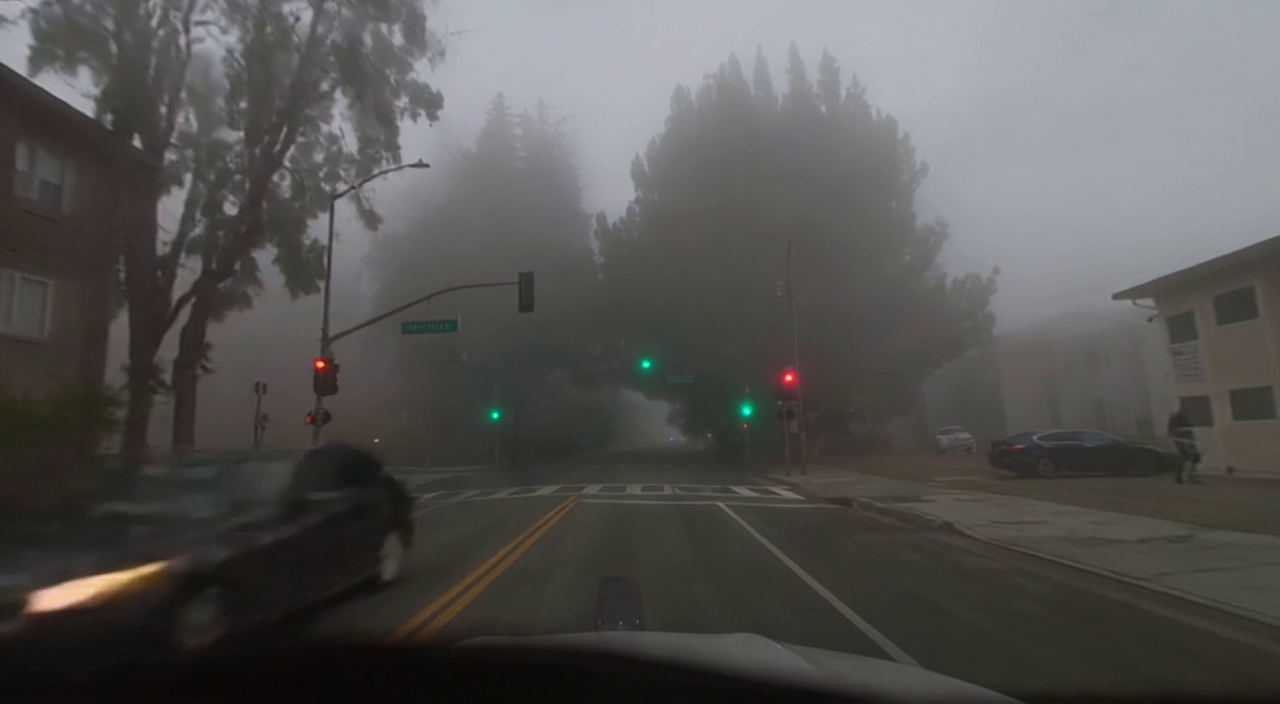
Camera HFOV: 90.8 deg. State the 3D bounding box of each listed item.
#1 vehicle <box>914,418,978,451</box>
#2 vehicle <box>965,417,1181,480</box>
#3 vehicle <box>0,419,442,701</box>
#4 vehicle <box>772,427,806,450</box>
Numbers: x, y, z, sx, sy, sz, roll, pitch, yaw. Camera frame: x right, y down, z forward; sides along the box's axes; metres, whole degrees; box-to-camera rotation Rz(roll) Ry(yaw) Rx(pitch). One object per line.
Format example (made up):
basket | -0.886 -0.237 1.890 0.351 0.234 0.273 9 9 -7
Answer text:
vehicle | 17.142 4.667 35.609 2.013 1.722 4.007 -2 -8 8
vehicle | 12.772 2.864 18.856 4.908 1.521 2.108 -2 -8 -4
vehicle | -3.518 1.463 5.674 2.015 1.508 4.353 0 -9 1
vehicle | 11.523 6.737 49.109 1.950 1.714 4.245 -1 -9 5
